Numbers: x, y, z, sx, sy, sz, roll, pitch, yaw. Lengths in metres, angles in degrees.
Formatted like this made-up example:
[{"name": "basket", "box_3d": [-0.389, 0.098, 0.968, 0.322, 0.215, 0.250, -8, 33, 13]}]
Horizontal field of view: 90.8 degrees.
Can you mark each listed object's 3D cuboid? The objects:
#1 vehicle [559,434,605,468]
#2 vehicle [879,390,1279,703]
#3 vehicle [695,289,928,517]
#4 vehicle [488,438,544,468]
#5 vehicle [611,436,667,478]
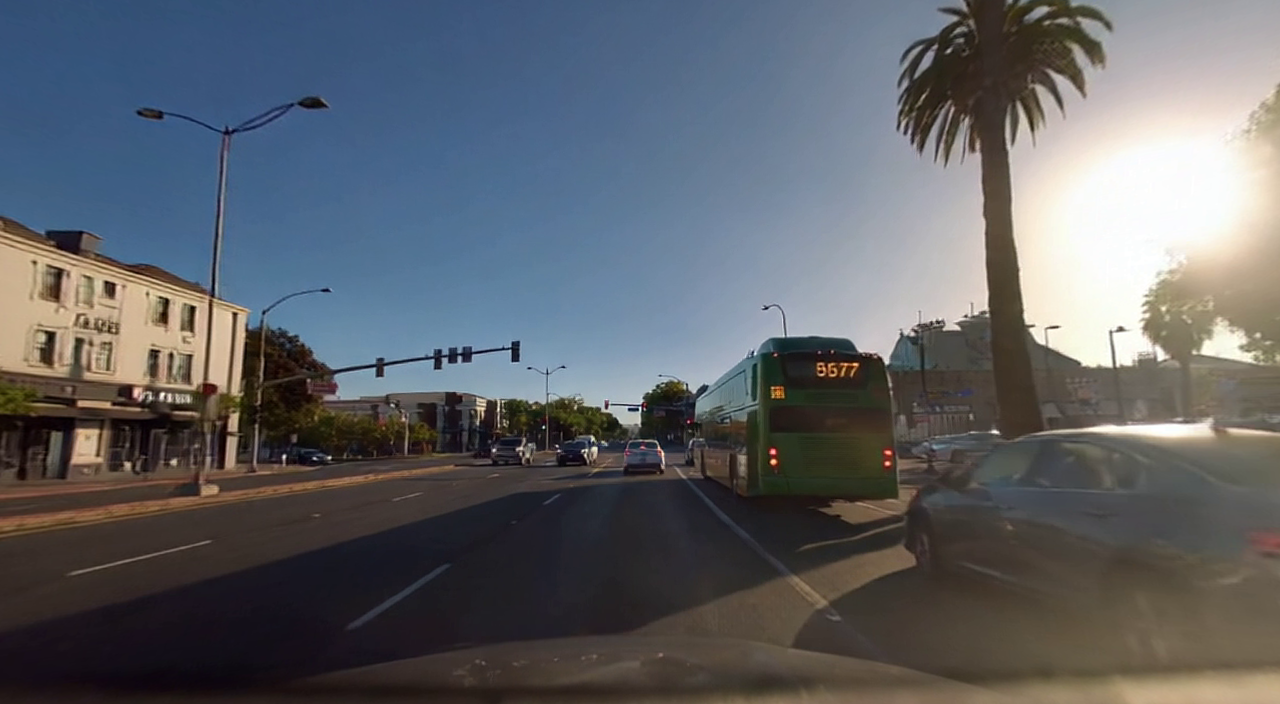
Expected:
[{"name": "vehicle", "box_3d": [-3.156, 5.494, 35.216, 2.020, 1.721, 4.366, -1, -9, 2]}, {"name": "vehicle", "box_3d": [3.606, 1.170, 4.260, 1.965, 1.519, 5.078, 0, -9, 0]}, {"name": "vehicle", "box_3d": [3.564, 1.857, 17.886, 2.970, 4.015, 13.606, 0, -9, 1]}, {"name": "vehicle", "box_3d": [-6.780, 5.581, 35.041, 1.927, 1.480, 4.832, -1, -9, 2]}, {"name": "vehicle", "box_3d": [-0.012, 4.167, 25.243, 2.060, 1.499, 3.831, 0, -9, 1]}]
